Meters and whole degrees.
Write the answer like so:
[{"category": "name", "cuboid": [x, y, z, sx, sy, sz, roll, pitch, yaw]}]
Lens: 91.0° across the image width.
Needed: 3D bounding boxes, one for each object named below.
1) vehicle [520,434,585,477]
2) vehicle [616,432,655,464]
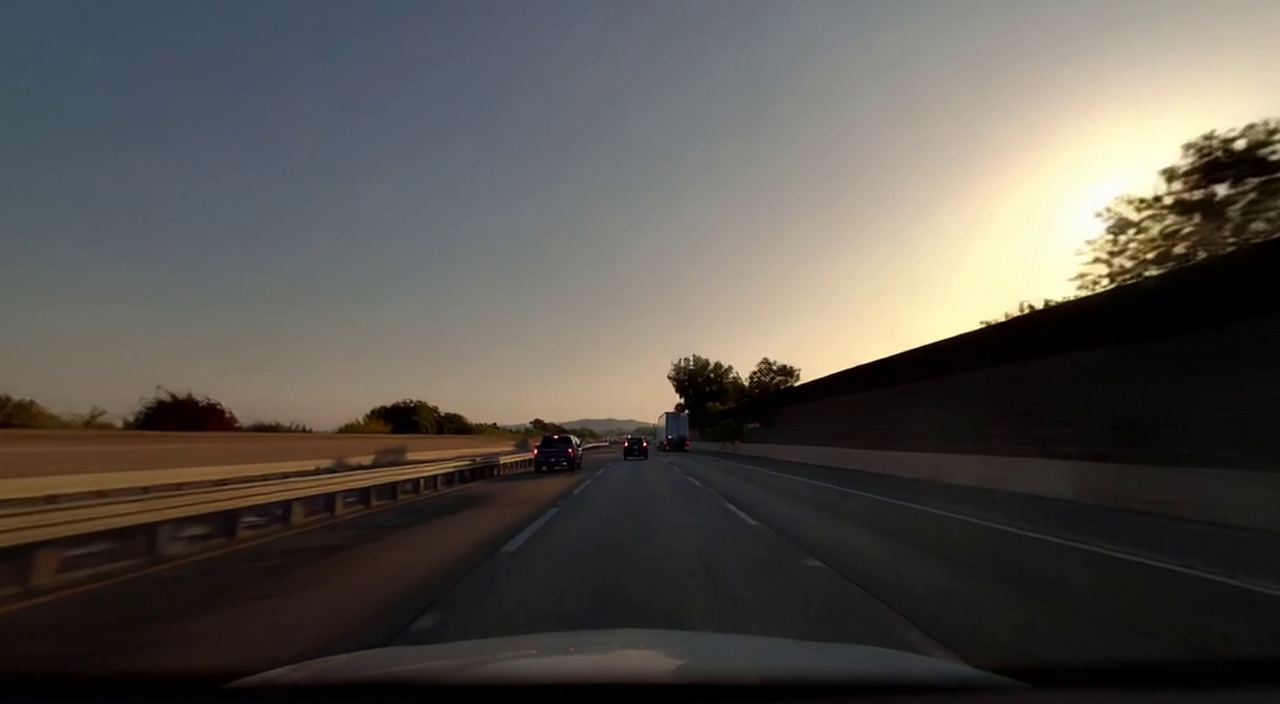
[{"category": "vehicle", "cuboid": [-3.809, 4.636, 28.385, 2.326, 1.761, 4.450, 0, -8, 0]}, {"category": "vehicle", "cuboid": [-0.324, 6.388, 42.148, 2.456, 2.007, 4.728, 0, -8, -2]}]
